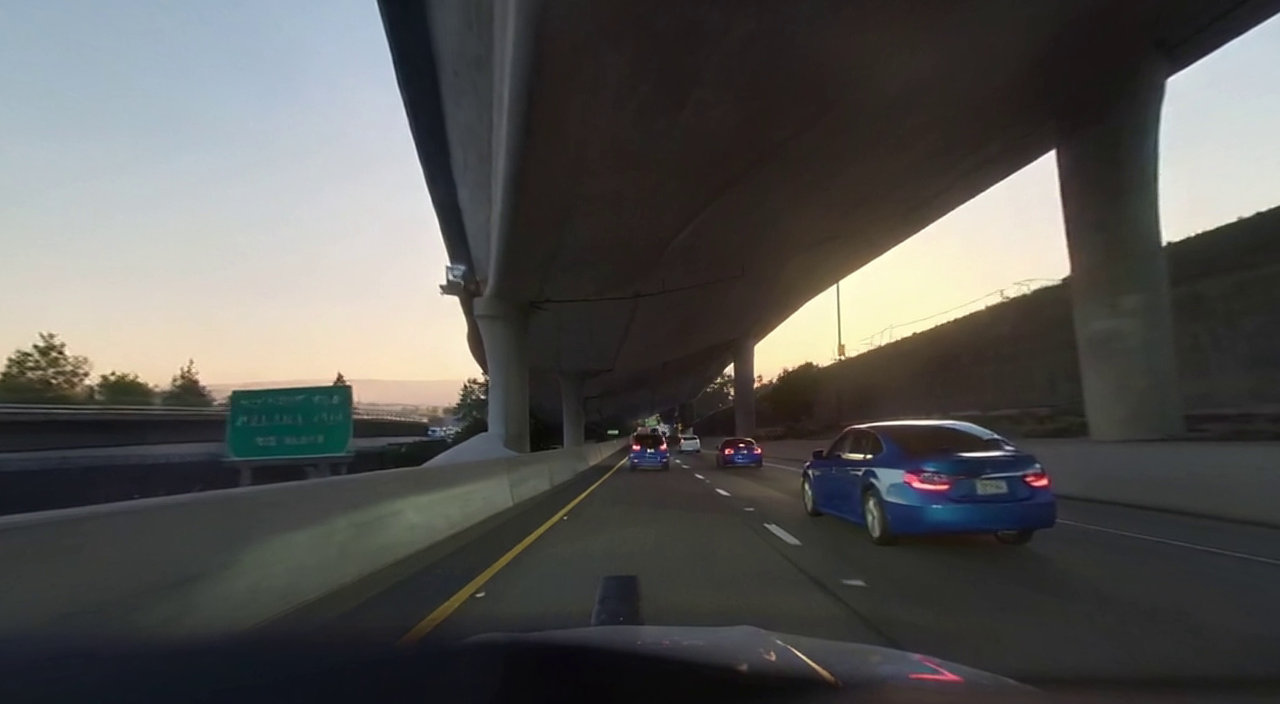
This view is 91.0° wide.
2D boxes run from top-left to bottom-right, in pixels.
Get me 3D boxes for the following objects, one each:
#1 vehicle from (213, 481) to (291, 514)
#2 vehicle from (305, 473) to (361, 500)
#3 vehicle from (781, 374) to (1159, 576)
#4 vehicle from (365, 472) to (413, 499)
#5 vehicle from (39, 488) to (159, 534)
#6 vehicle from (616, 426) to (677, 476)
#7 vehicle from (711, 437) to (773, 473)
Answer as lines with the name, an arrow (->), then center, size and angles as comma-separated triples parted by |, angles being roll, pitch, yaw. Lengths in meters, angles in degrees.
vehicle -> -22.076, 8.265, 36.036 | 1.813, 1.498, 4.330 | 1, -8, -3
vehicle -> -22.596, 9.917, 46.581 | 1.920, 1.675, 4.655 | 1, -8, -2
vehicle -> 3.959, 1.649, 9.224 | 2.404, 2.014, 5.655 | 0, -8, -1
vehicle -> -18.760, 10.008, 47.345 | 1.939, 1.689, 4.298 | 0, -8, -2
vehicle -> -23.211, 6.804, 27.268 | 1.792, 1.481, 4.338 | 2, -9, -9
vehicle -> 0.258, 4.017, 25.721 | 2.264, 1.841, 4.583 | 0, -8, 0
vehicle -> 4.552, 4.667, 28.699 | 2.047, 1.500, 4.017 | 0, -8, -2
